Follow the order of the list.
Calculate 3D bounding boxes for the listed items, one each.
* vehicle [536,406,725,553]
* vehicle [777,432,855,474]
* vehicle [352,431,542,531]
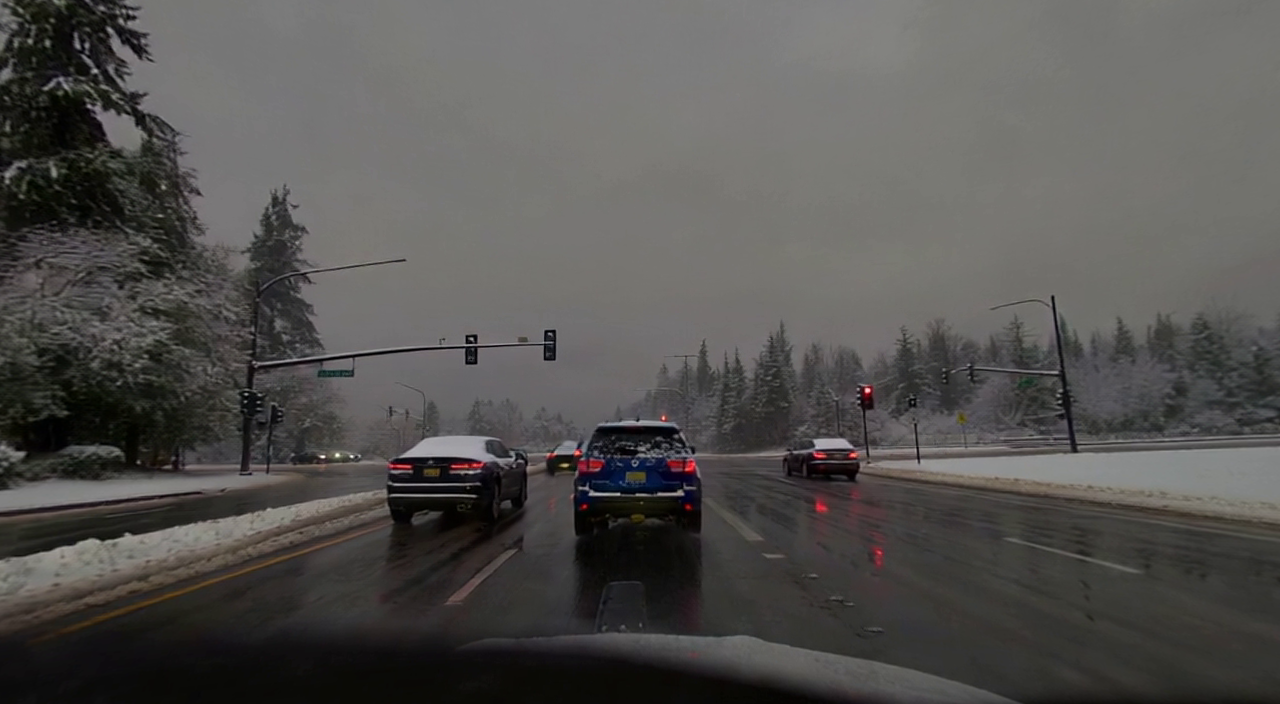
[{"bbox_3d":[-0.106,1.861,9.837,2.298,1.770,4.138,0,-8,0],"label":"vehicle"},{"bbox_3d":[8.025,4.661,29.261,2.166,1.761,4.692,0,-8,-2],"label":"vehicle"},{"bbox_3d":[-3.366,2.366,12.304,2.061,1.504,5.142,0,-8,0],"label":"vehicle"}]
